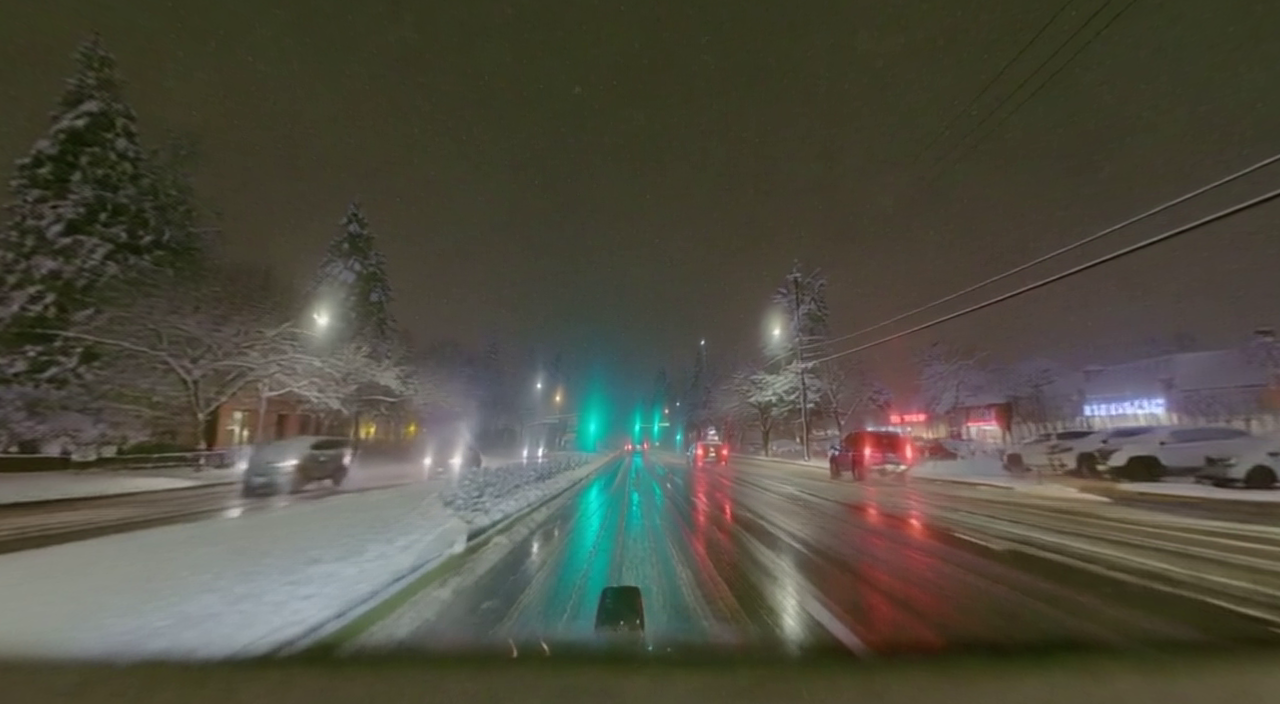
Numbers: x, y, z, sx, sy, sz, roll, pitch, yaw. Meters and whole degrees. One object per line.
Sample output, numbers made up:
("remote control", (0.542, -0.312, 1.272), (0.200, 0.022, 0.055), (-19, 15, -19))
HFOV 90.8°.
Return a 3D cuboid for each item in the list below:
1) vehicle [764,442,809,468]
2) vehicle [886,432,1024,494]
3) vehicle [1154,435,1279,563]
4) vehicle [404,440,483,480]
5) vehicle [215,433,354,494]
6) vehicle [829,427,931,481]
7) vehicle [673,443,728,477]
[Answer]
("vehicle", (10.298, 7.255, 44.679), (1.987, 1.746, 4.569), (0, -9, -1))
("vehicle", (10.295, 3.660, 21.218), (2.045, 1.831, 5.000), (0, -9, 0))
("vehicle", (8.469, 1.628, 6.803), (1.924, 1.488, 4.687), (0, -9, 0))
("vehicle", (-8.594, 4.747, 28.083), (2.023, 1.579, 4.526), (0, -9, 0))
("vehicle", (-11.788, 3.710, 21.415), (2.040, 1.823, 4.600), (0, -9, 0))
("vehicle", (10.298, 4.457, 27.748), (2.154, 2.099, 5.756), (0, -9, -1))
("vehicle", (2.720, 4.999, 29.502), (2.099, 1.463, 4.365), (0, -8, -1))
